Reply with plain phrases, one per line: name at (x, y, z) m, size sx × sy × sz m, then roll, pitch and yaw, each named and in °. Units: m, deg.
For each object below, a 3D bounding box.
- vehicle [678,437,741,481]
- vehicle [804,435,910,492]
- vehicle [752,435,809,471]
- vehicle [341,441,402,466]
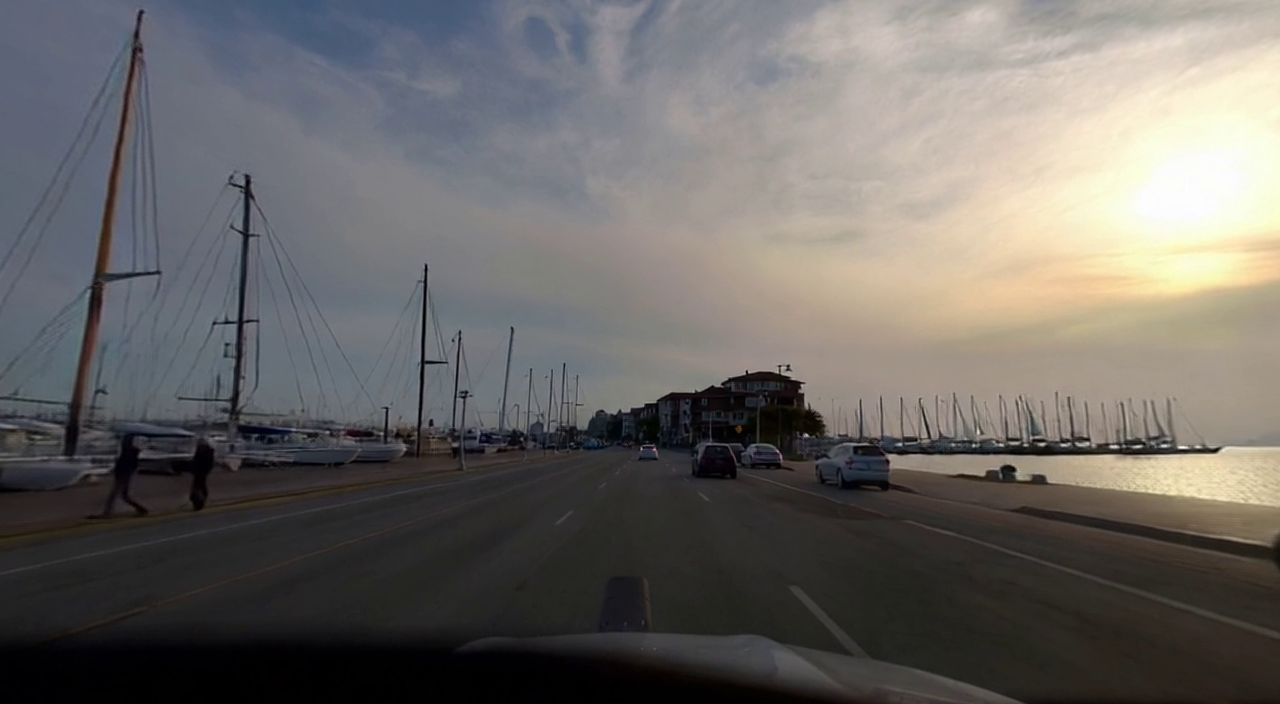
vehicle at (2.731, 4.327, 25.705) m, size 2.047 × 1.640 × 4.051 m, roll -1°, pitch -9°, yaw 0°
vehicle at (7.393, 3.838, 22.063) m, size 2.029 × 1.750 × 4.825 m, roll -1°, pitch -9°, yaw 1°
vehicle at (8.162, 5.921, 37.061) m, size 2.056 × 1.896 × 5.062 m, roll -1°, pitch -9°, yaw -1°
vehicle at (-17.751, 6.766, 41.968) m, size 1.840 × 1.522 × 4.695 m, roll -1°, pitch -9°, yaw 2°
